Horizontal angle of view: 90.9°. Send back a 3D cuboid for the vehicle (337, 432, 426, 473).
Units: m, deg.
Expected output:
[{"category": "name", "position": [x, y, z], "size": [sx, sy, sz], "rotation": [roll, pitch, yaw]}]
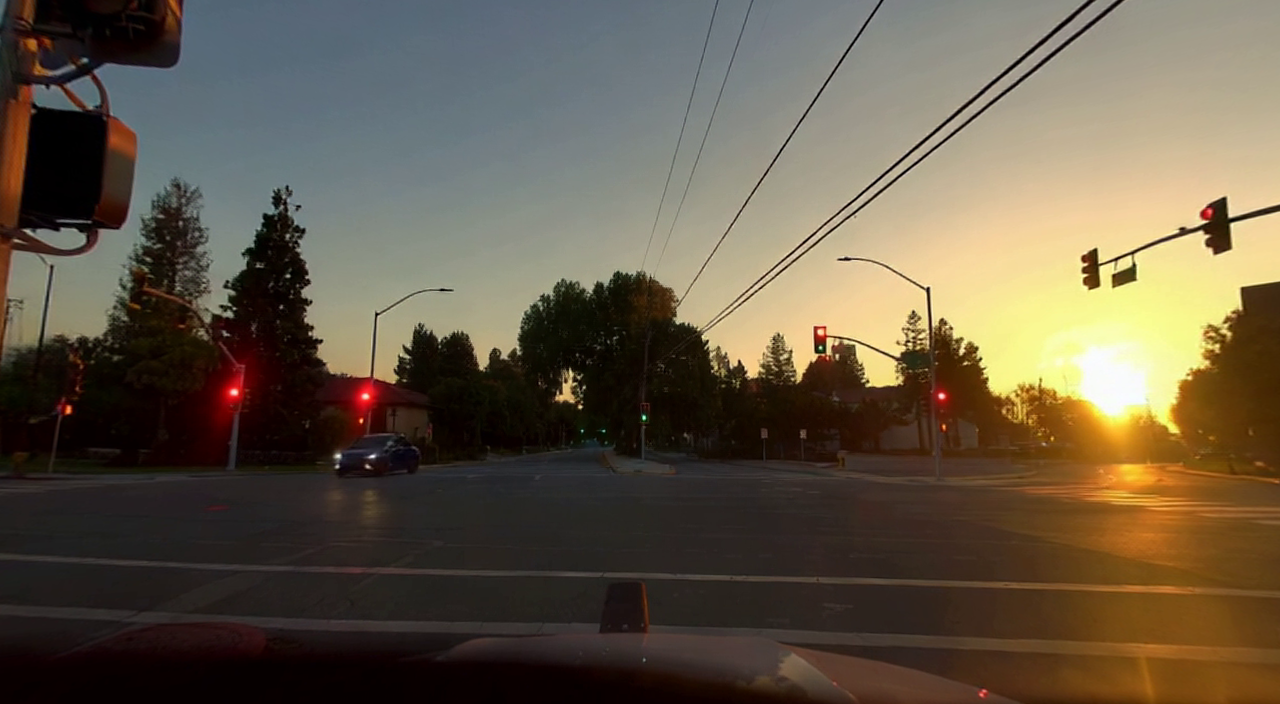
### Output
[{"category": "vehicle", "position": [-12.604, 4.948, 31.144], "size": [2.238, 1.827, 5.007], "rotation": [0, -8, 0]}]
